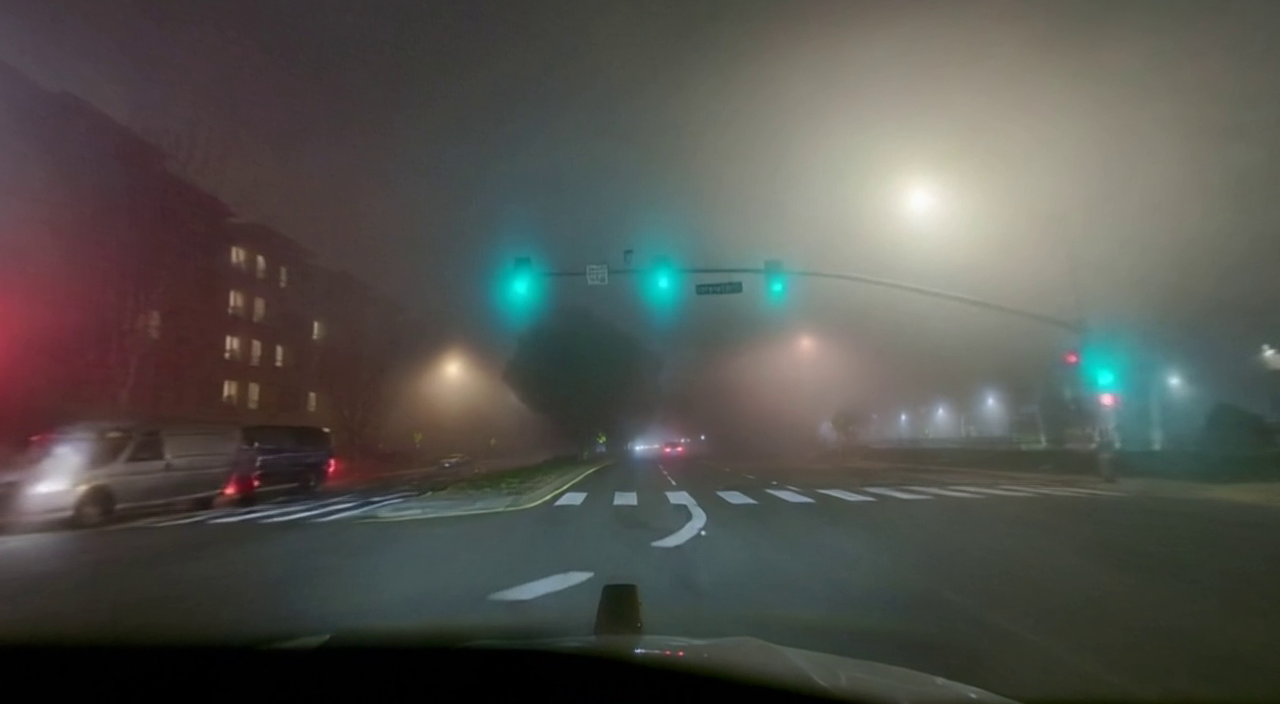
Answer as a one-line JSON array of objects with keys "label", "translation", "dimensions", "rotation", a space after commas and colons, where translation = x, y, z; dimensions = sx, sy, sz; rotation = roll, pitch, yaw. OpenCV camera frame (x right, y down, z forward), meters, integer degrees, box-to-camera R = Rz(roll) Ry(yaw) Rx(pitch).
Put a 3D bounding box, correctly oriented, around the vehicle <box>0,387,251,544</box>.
[{"label": "vehicle", "translation": [-15.708, 3.125, 17.983], "dimensions": [3.028, 3.424, 9.908], "rotation": [0, -9, -1]}]
